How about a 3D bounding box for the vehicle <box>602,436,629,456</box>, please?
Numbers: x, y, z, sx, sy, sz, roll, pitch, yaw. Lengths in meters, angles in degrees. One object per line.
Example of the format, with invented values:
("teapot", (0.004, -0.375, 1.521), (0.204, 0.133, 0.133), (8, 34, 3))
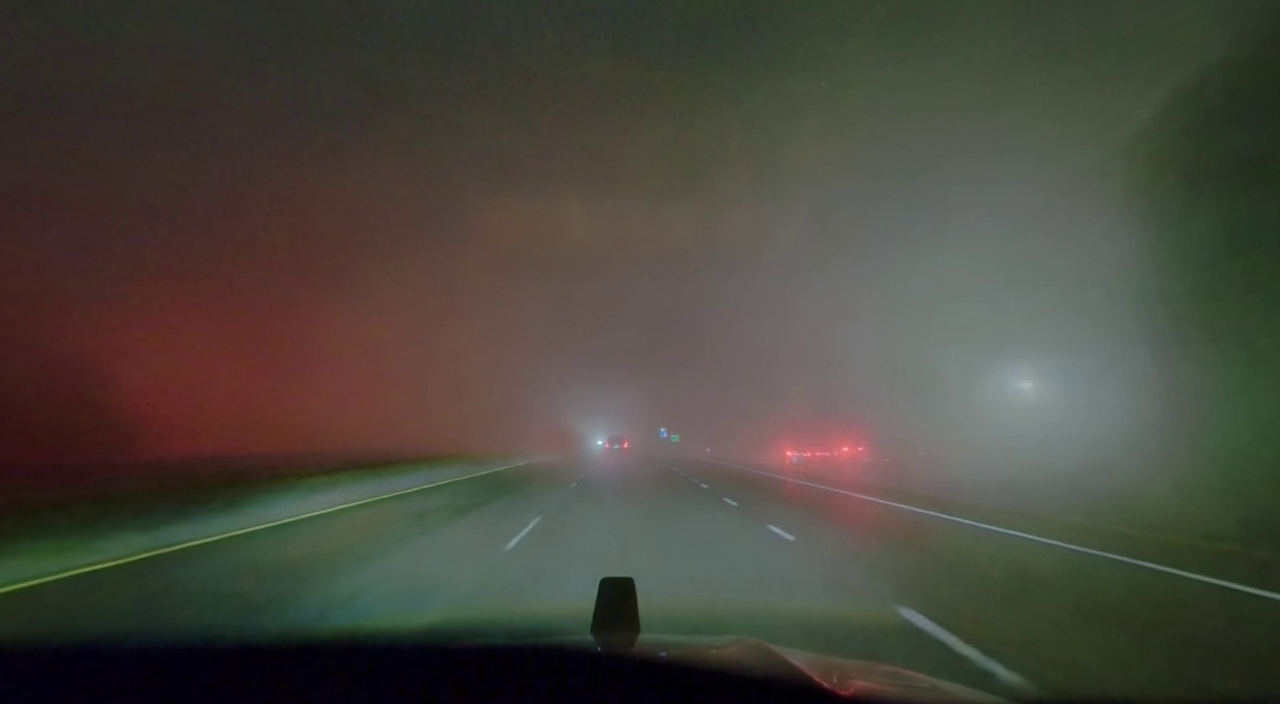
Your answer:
("vehicle", (-1.938, 7.401, 49.461), (2.025, 1.519, 3.924), (0, -8, -2))
